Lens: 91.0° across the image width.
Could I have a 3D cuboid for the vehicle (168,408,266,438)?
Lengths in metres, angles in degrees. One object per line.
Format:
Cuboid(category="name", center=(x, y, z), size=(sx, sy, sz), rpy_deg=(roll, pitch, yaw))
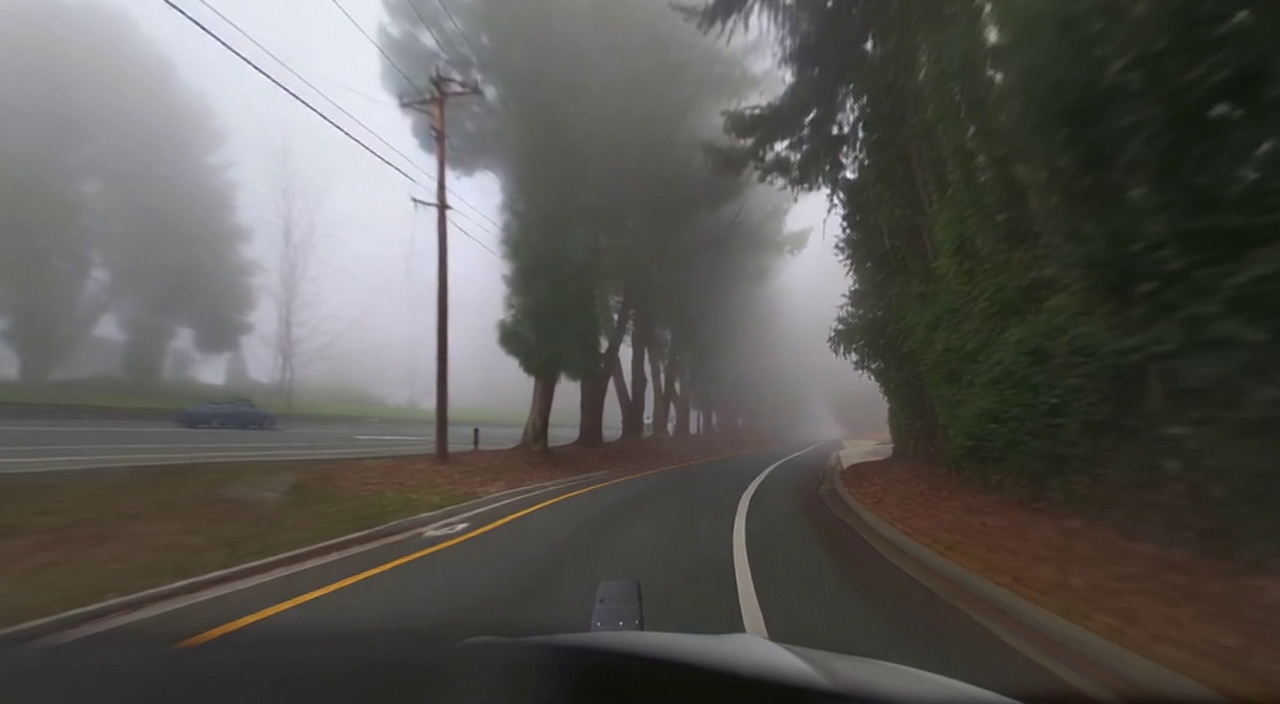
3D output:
Cuboid(category="vehicle", center=(-32.101, 5.439, 48.069), size=(2.424, 2.051, 5.709), rpy_deg=(-6, -9, 23))
